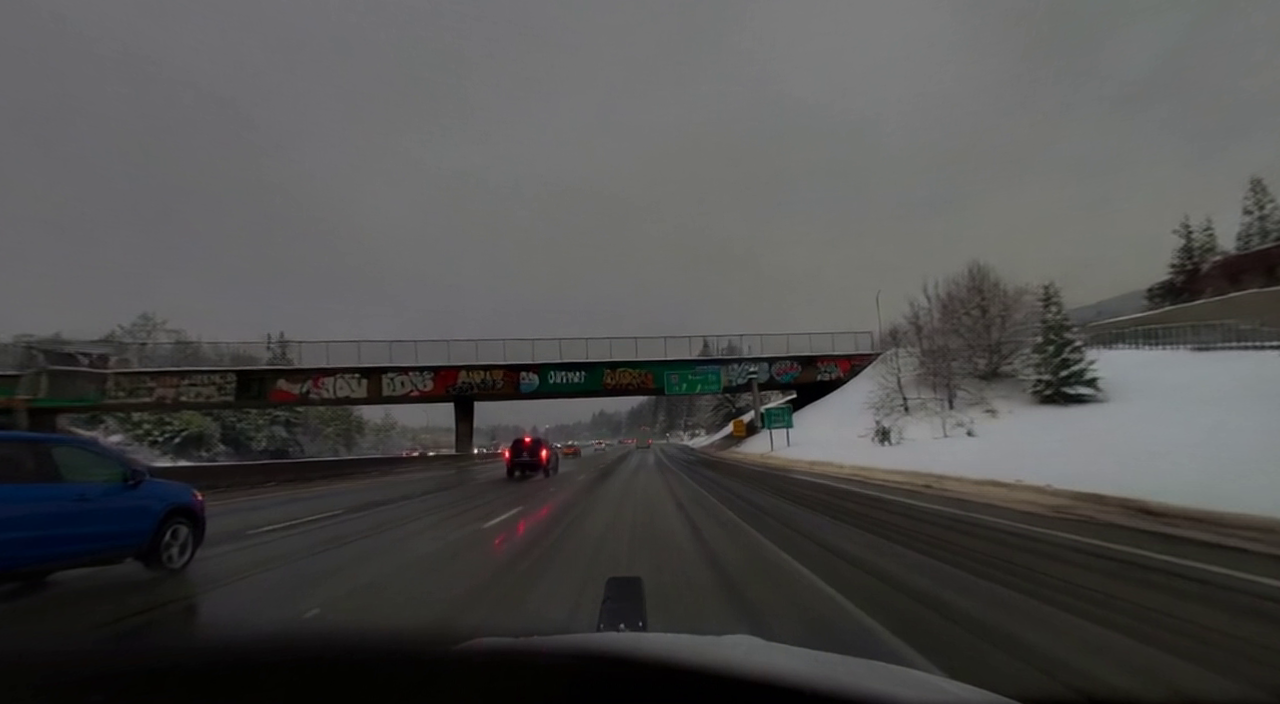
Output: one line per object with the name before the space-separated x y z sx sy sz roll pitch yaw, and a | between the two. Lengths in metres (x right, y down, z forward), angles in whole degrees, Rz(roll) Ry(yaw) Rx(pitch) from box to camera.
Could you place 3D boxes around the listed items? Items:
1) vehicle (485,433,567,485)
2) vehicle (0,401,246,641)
vehicle | -4.030 3.866 23.005 2.154 1.693 4.394 0 -8 1
vehicle | -5.384 1.258 4.968 1.969 1.633 3.962 0 -8 -1
